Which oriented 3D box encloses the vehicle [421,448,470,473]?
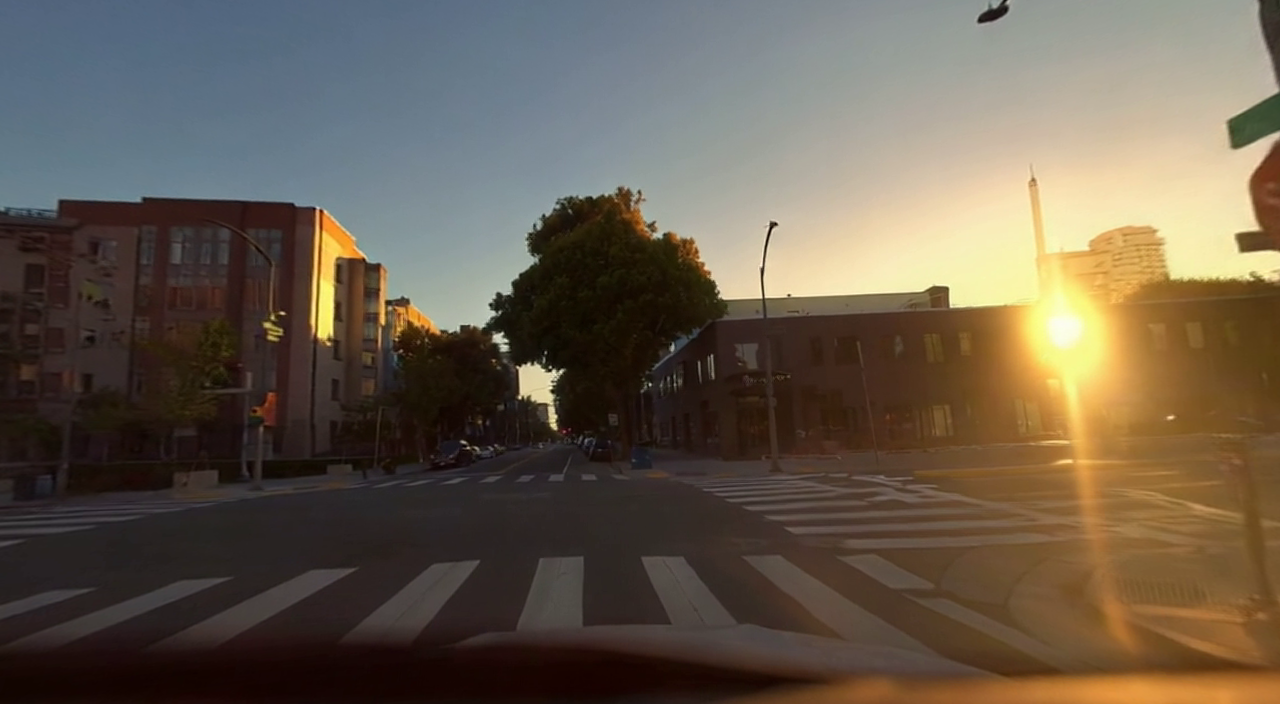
[{"bbox_3d":[-12.242,6.834,39.930,2.033,1.491,4.298,0,-8,-5],"label":"vehicle"}]
